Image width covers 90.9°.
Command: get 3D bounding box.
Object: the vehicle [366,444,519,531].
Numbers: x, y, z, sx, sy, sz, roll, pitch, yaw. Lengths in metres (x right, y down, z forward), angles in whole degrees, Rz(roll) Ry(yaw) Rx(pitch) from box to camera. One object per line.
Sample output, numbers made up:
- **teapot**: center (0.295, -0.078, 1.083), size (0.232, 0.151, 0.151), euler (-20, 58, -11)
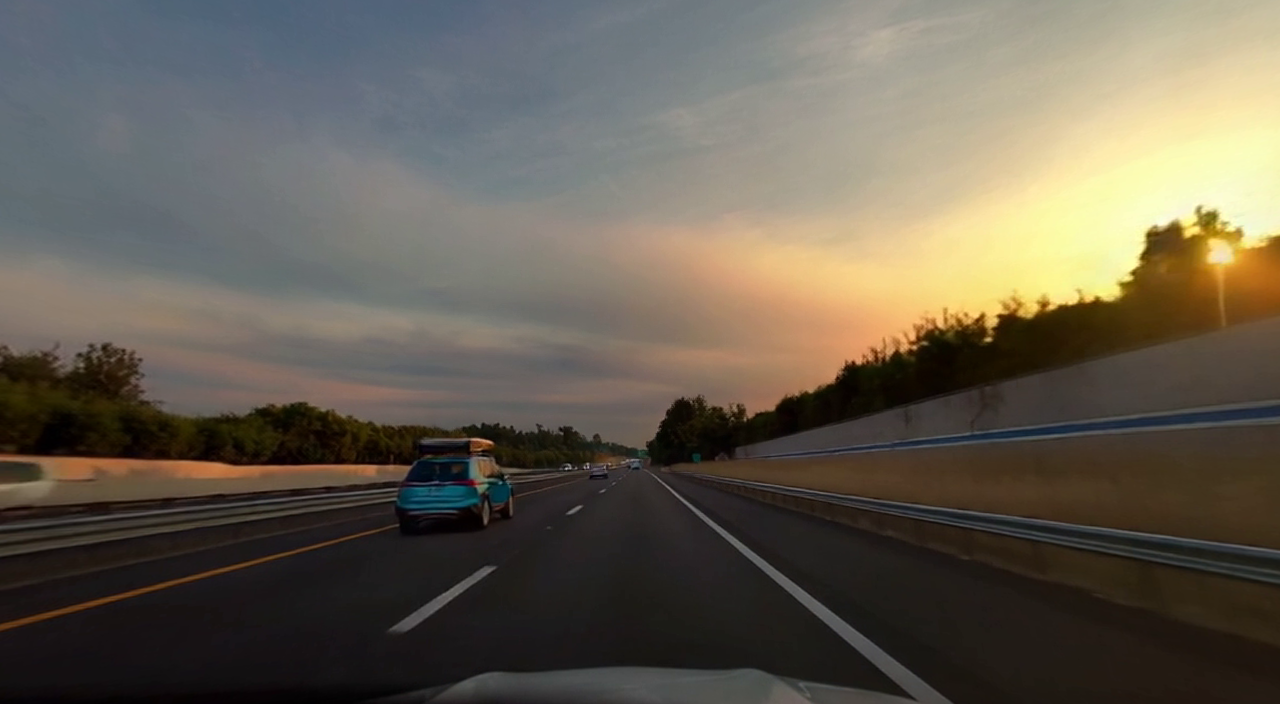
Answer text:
- **vehicle**: center (-4.254, 3.029, 14.422), size (2.022, 1.650, 4.331), euler (0, -10, 1)
